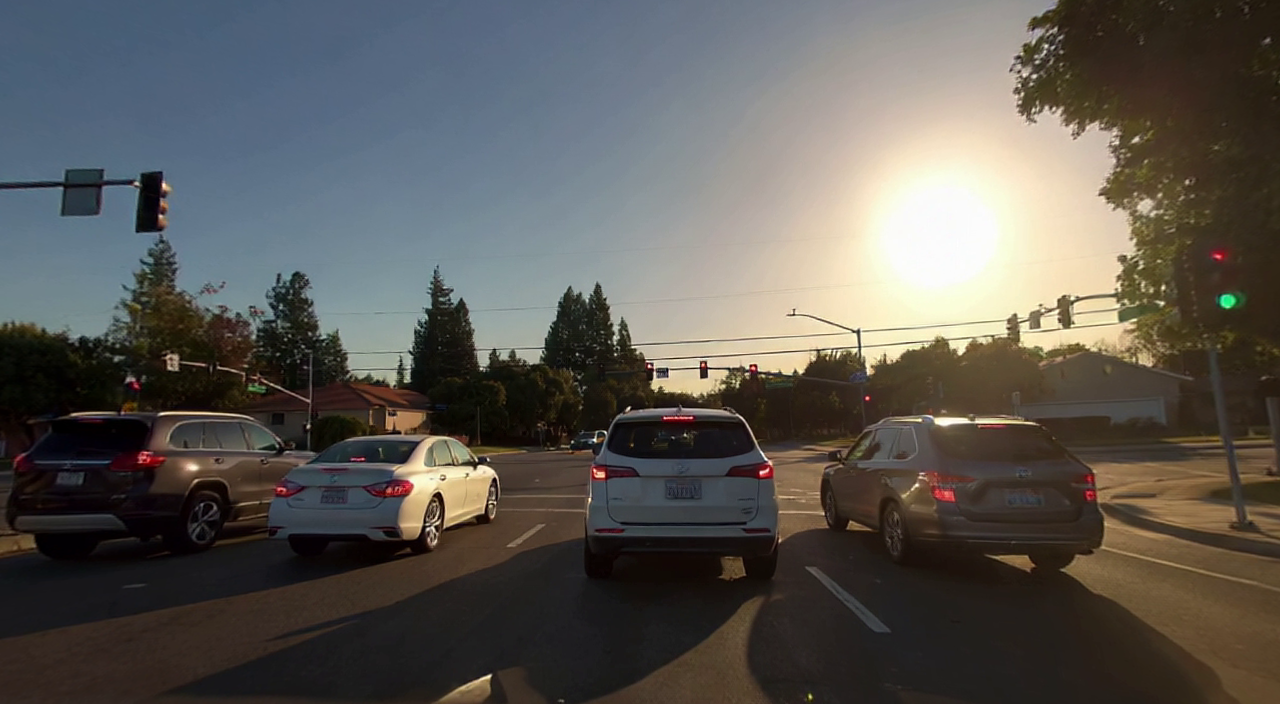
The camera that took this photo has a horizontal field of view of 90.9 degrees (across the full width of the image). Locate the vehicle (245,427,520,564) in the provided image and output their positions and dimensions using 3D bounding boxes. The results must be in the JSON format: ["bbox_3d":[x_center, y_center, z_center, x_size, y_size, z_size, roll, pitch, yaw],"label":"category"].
[{"bbox_3d":[-3.237,1.885,9.103,1.885,1.475,4.359,-1,-8,4],"label":"vehicle"}]

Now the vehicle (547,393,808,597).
[{"bbox_3d":[0.392,1.520,7.499,2.198,1.708,4.170,0,-8,2],"label":"vehicle"}]

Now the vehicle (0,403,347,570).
[{"bbox_3d":[-6.636,1.824,9.359,2.075,1.796,4.785,0,-8,2],"label":"vehicle"}]

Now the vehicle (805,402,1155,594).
[{"bbox_3d":[3.527,1.590,7.745,2.047,1.638,4.395,-1,-8,4],"label":"vehicle"}]
